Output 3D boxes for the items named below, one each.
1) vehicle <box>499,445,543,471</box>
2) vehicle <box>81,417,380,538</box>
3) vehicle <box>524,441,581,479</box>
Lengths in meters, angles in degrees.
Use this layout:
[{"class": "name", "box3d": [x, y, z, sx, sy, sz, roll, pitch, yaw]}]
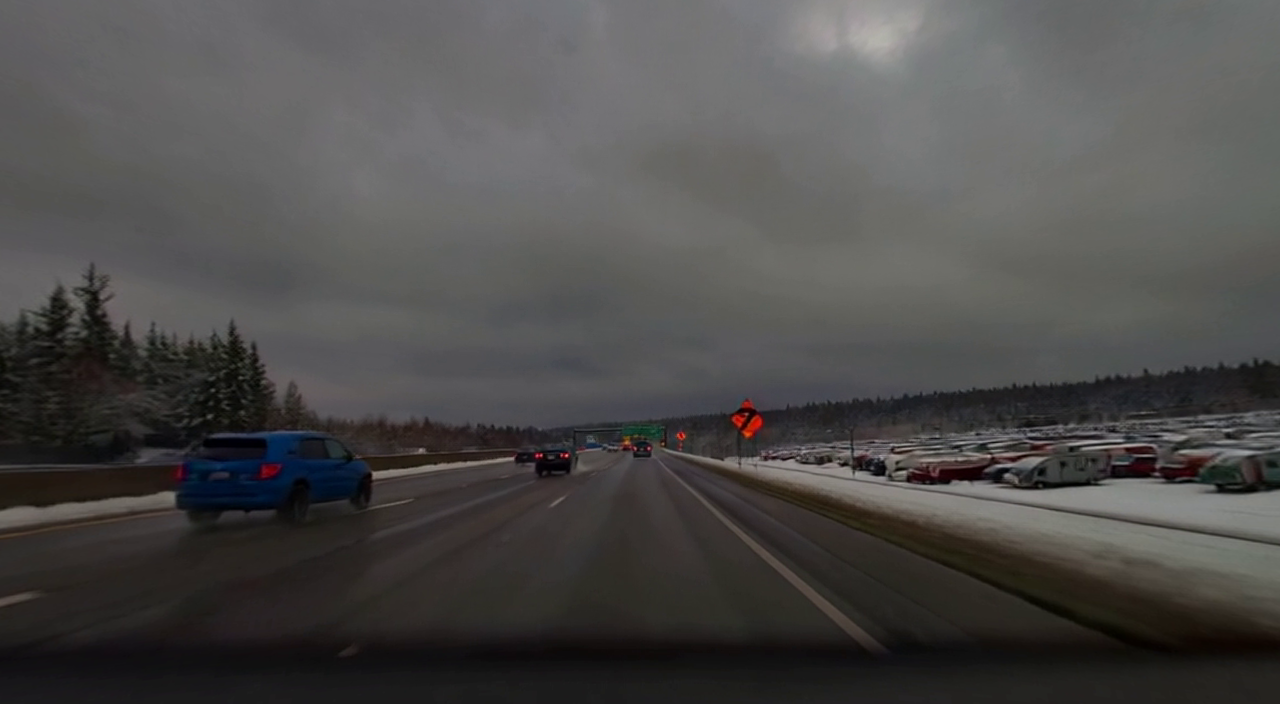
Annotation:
[{"class": "vehicle", "box3d": [-7.681, 6.856, 40.914, 1.991, 1.538, 4.360, 0, -9, 0]}, {"class": "vehicle", "box3d": [-7.335, 2.315, 12.299, 2.159, 1.807, 5.422, 0, -9, 0]}, {"class": "vehicle", "box3d": [-4.063, 5.096, 29.984, 2.070, 1.665, 4.213, 0, -9, 1]}]
